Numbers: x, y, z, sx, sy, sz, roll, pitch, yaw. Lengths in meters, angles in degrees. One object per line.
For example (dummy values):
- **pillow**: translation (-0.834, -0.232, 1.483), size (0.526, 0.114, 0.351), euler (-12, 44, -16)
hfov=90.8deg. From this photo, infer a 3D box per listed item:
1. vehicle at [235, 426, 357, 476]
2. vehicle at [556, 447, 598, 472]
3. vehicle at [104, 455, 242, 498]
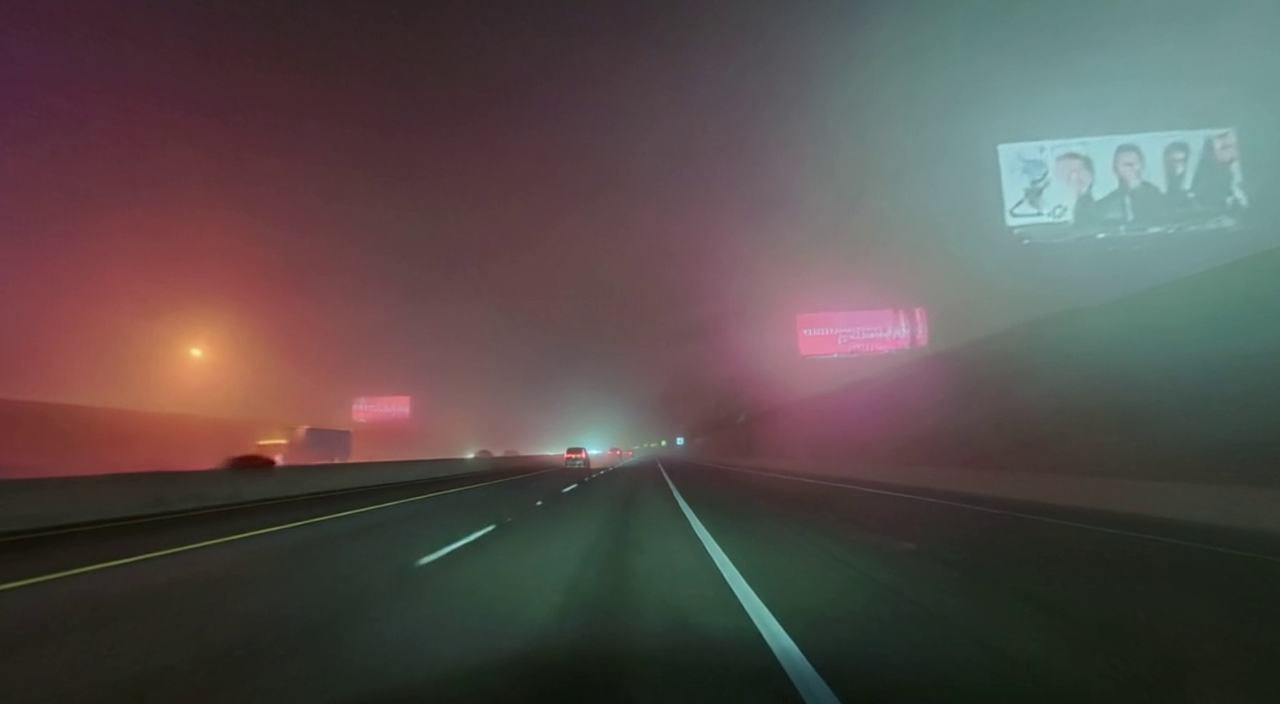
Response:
- **vehicle**: translation (-25.593, 7.453, 47.989), size (3.232, 3.343, 10.548), euler (0, -9, 1)
- **vehicle**: translation (-3.988, 6.909, 40.863), size (2.078, 1.457, 4.648), euler (0, -8, 2)
- **vehicle**: translation (-18.522, 4.920, 25.394), size (1.890, 1.462, 4.754), euler (0, -9, 1)
